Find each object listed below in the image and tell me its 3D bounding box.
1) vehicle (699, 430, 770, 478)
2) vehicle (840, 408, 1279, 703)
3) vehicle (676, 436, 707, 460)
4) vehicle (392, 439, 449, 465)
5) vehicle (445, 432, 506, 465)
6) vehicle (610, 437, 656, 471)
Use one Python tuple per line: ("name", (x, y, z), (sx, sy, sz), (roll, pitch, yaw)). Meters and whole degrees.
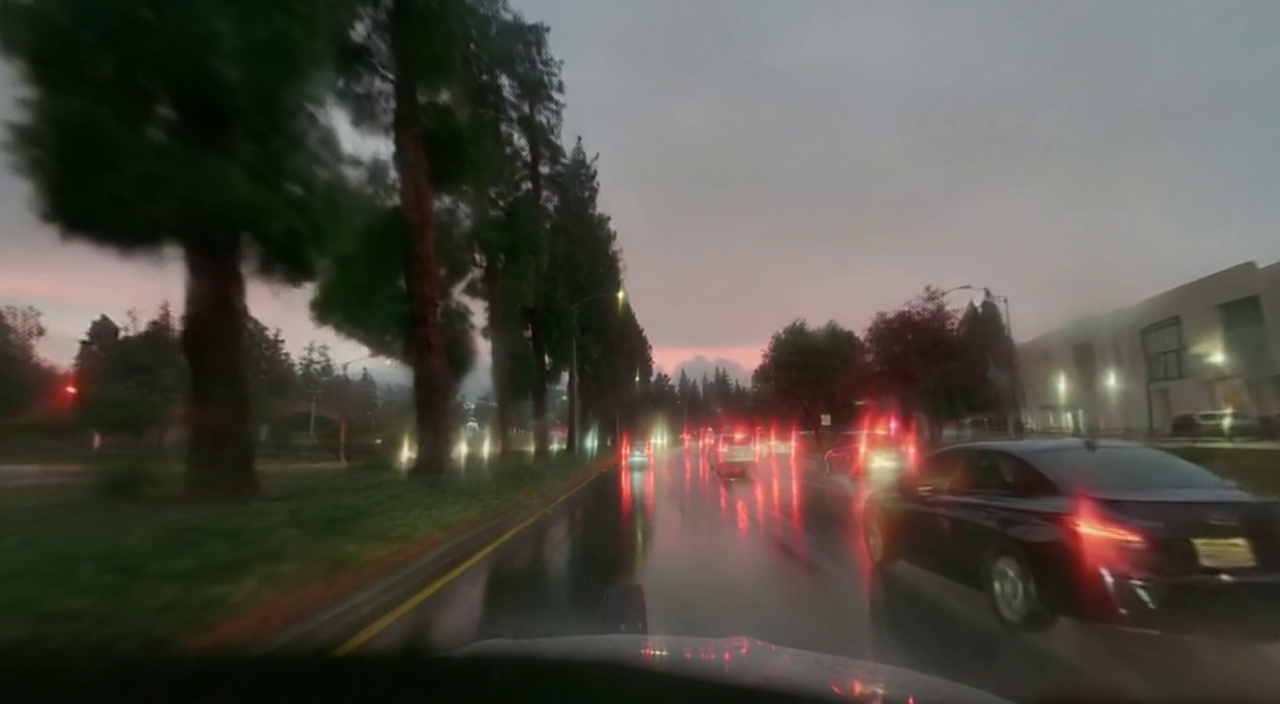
("vehicle", (3.674, 4.064, 25.201), (2.130, 1.718, 4.310), (0, -9, 0))
("vehicle", (3.413, 1.351, 5.220), (2.010, 1.490, 4.639), (0, -9, 1))
("vehicle", (3.893, 7.357, 48.019), (1.982, 1.709, 4.427), (0, -9, -1))
("vehicle", (-15.218, 6.961, 43.862), (2.054, 1.669, 5.220), (0, -9, 0))
("vehicle", (-8.169, 4.851, 31.596), (1.939, 1.574, 3.820), (0, -9, 1))
("vehicle", (-0.307, 4.954, 30.625), (2.111, 1.506, 4.018), (0, -9, 0))
